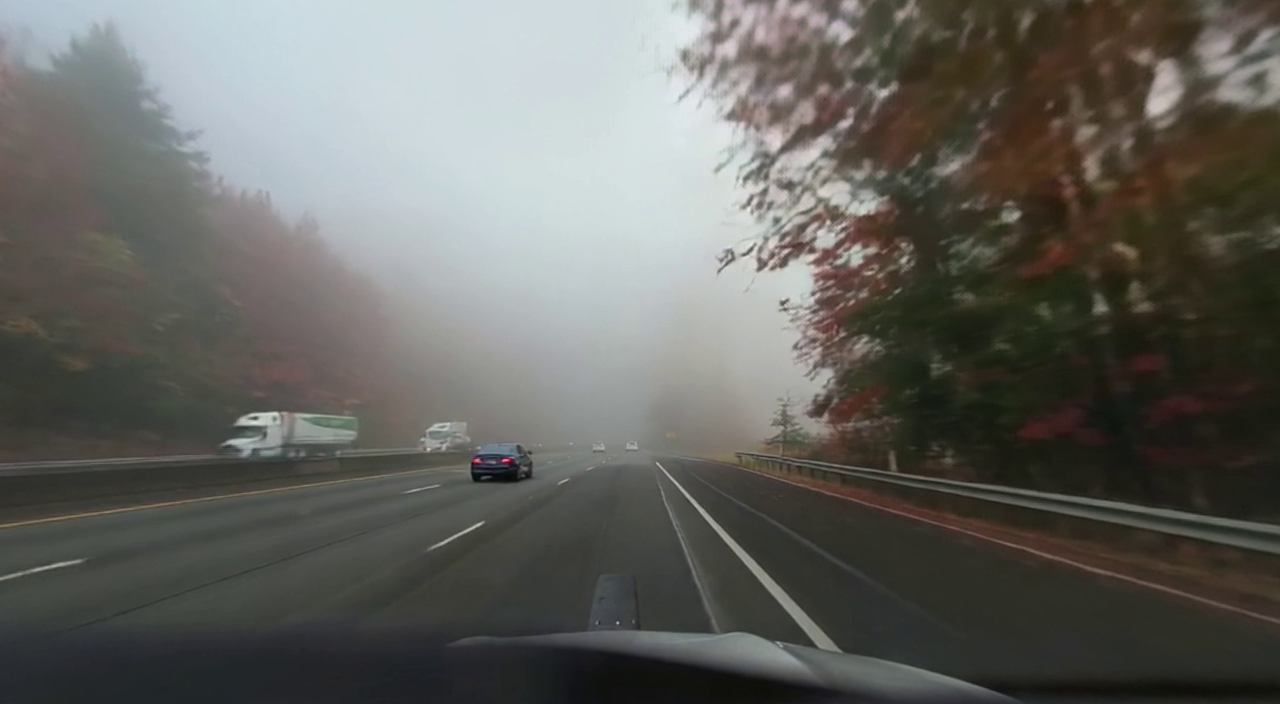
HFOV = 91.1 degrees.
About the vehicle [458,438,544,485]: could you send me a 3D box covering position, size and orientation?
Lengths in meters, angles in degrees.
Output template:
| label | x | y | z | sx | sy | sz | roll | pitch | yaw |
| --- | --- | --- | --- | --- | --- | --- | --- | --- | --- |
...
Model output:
| label | x | y | z | sx | sy | sz | roll | pitch | yaw |
| --- | --- | --- | --- | --- | --- | --- | --- | --- | --- |
| vehicle | -4.782 | 3.808 | 22.289 | 2.004 | 1.497 | 4.260 | 0 | -8 | 1 |
